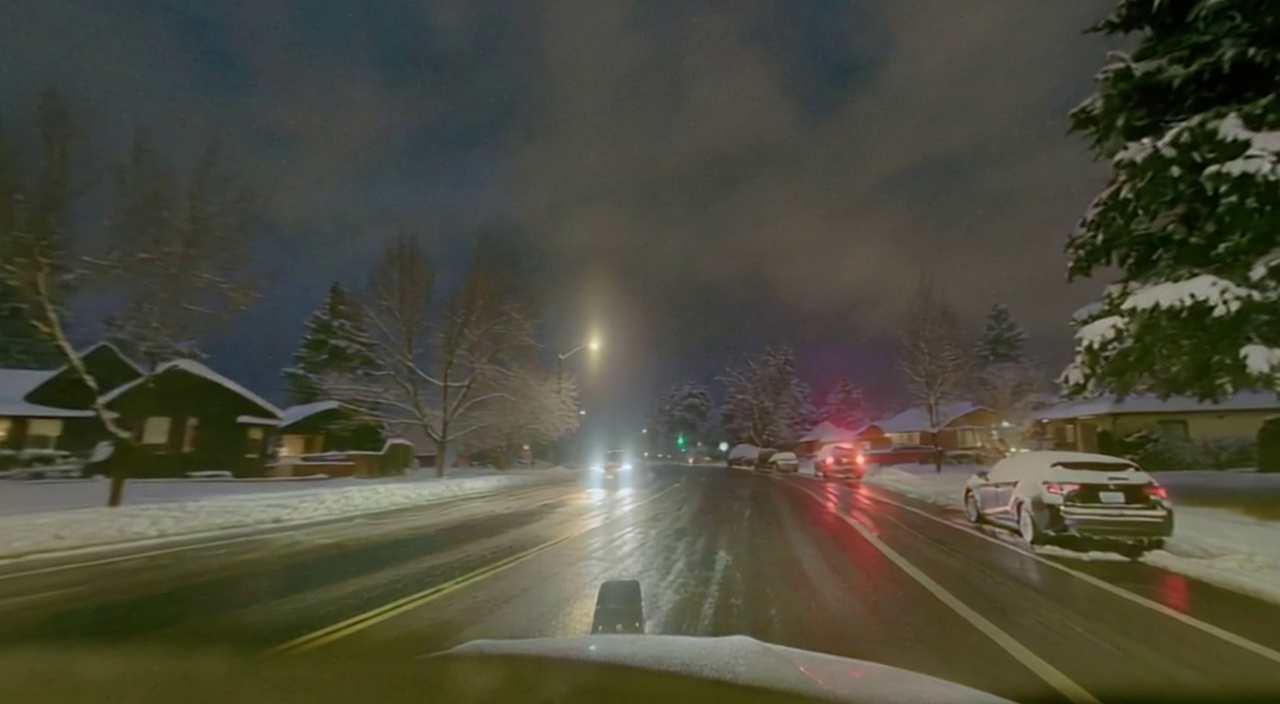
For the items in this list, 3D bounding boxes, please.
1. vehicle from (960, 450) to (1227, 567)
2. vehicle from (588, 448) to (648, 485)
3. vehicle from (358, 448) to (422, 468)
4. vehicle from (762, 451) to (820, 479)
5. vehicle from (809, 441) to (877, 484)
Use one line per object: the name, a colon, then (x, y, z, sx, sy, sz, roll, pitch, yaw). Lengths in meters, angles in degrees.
vehicle: (7.440, 2.525, 11.061, 2.080, 1.543, 4.294, -1, -8, 11)
vehicle: (-0.953, 5.291, 29.625, 2.058, 1.551, 4.247, -1, -8, 9)
vehicle: (-19.005, 8.048, 48.119, 3.977, 1.501, 2.143, 0, -9, 3)
vehicle: (10.430, 7.860, 44.209, 2.713, 1.671, 4.939, 1, -8, -2)
vehicle: (10.779, 5.888, 33.995, 2.305, 2.111, 4.965, 0, -8, 4)
